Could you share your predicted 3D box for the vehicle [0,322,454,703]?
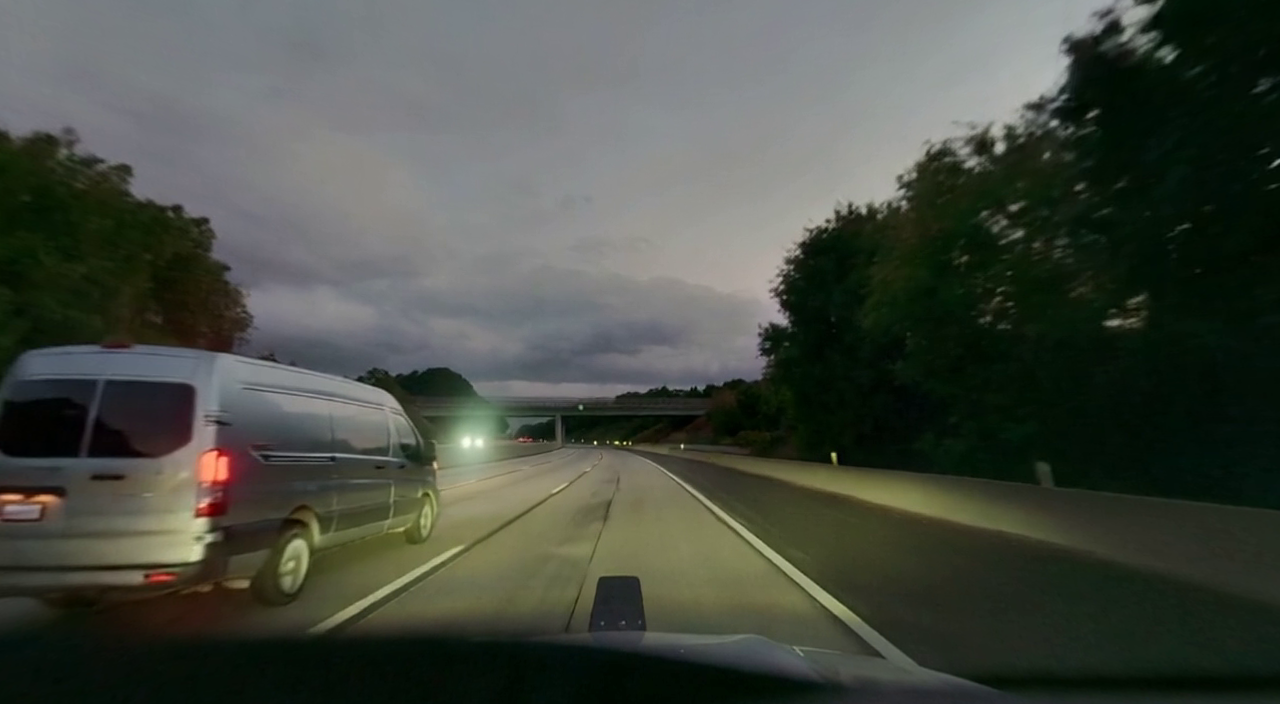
[{"bbox_3d":[-3.665,1.147,5.710,2.372,1.891,5.061,0,-8,0],"label":"vehicle"}]
